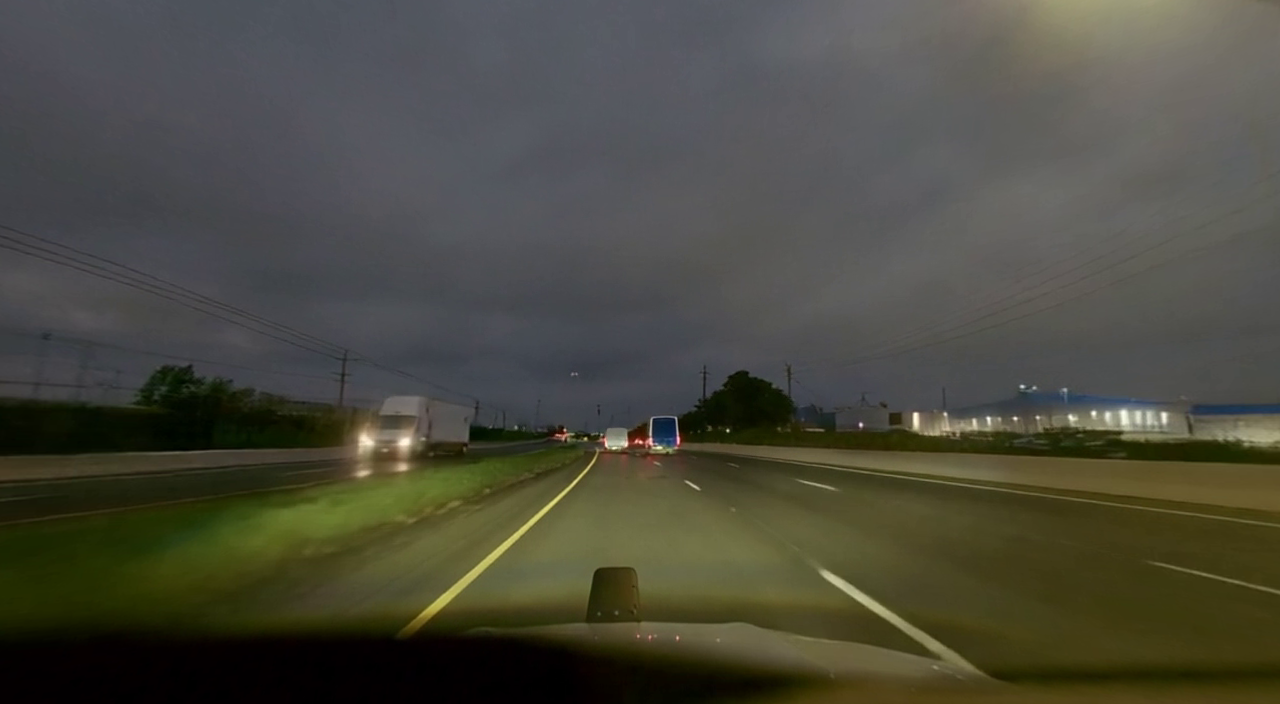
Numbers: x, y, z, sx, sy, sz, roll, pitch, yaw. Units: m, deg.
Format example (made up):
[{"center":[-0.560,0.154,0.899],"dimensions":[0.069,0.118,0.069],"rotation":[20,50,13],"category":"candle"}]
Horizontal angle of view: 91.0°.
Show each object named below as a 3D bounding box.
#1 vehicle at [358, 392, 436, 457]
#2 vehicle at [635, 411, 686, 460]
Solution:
[{"center":[-16.119,4.932,42.305],"dimensions":[2.980,4.019,6.068],"rotation":[-1,-8,-3],"category":"vehicle"},{"center":[1.317,5.825,43.752],"dimensions":[2.713,3.140,6.640],"rotation":[0,-8,-5],"category":"vehicle"}]
